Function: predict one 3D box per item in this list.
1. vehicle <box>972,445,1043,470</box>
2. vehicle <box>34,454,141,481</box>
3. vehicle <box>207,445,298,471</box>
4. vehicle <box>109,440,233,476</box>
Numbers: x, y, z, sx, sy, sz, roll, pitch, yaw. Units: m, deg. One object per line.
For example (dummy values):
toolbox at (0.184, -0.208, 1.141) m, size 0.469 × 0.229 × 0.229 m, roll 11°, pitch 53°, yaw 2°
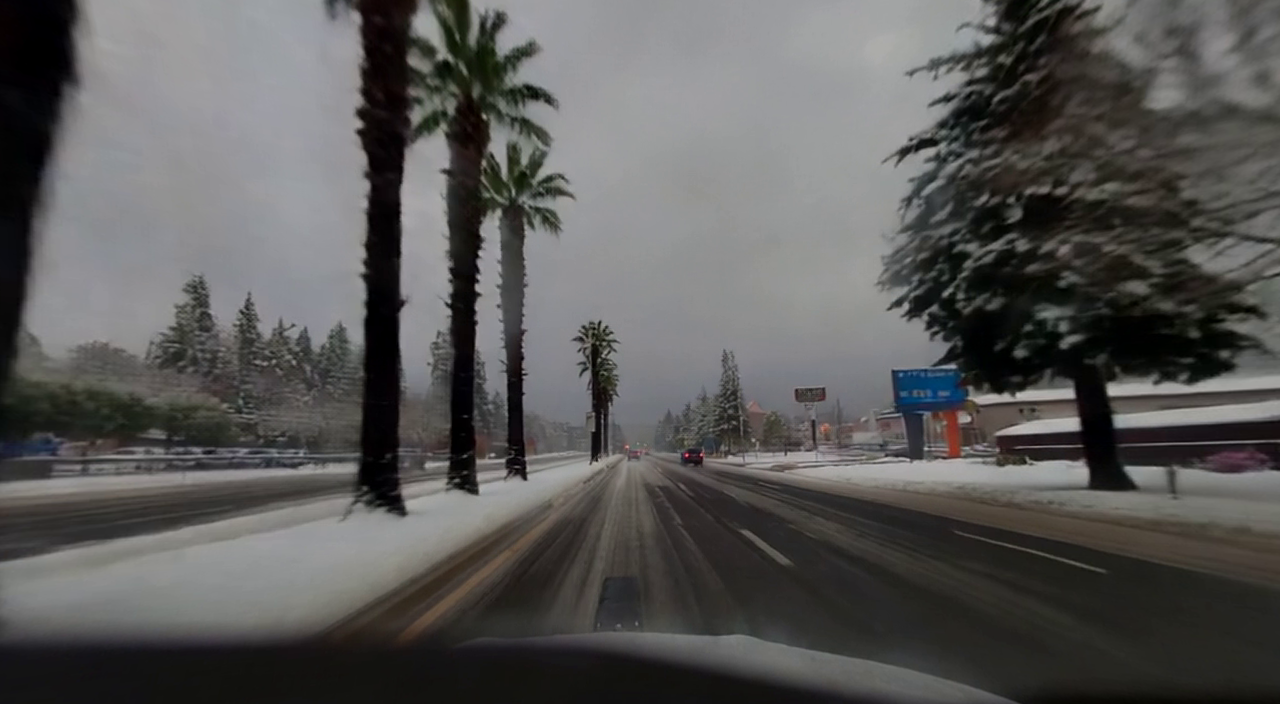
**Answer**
vehicle at (24.153, 6.920, 41.569) m, size 1.881 × 1.509 × 4.448 m, roll 0°, pitch -9°, yaw -3°
vehicle at (-31.182, 6.507, 35.603) m, size 4.223 × 1.444 × 1.814 m, roll 0°, pitch -9°, yaw -3°
vehicle at (-30.587, 8.390, 49.840) m, size 5.493 × 1.979 × 2.437 m, roll 0°, pitch -9°, yaw -2°
vehicle at (-32.029, 7.228, 43.126) m, size 6.216 × 2.077 × 2.806 m, roll 2°, pitch -8°, yaw 2°
